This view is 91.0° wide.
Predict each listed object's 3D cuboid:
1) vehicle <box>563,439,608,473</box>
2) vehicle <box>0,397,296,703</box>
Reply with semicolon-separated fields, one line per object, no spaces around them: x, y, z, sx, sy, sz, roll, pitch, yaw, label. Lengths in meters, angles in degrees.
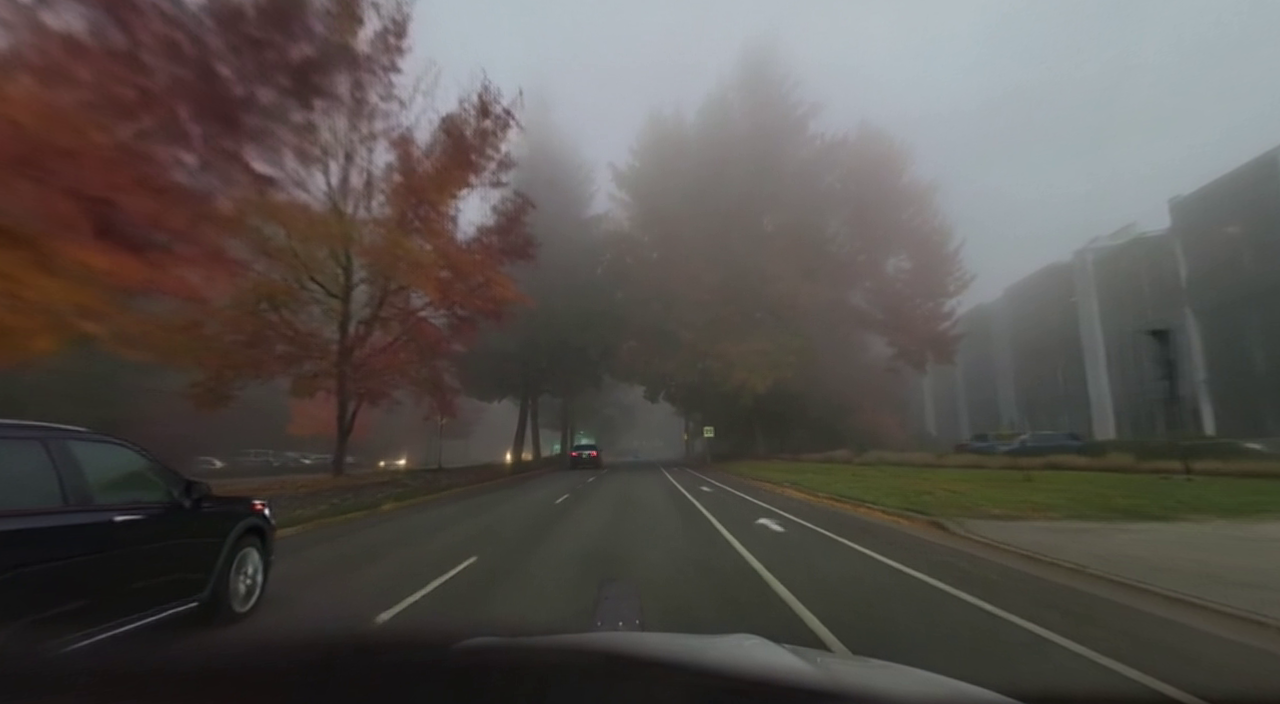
-3.097;6.011;36.571;2.112;1.779;4.489;0;-9;1;vehicle
-3.870;0.999;3.029;1.923;1.528;4.309;0;-9;1;vehicle
